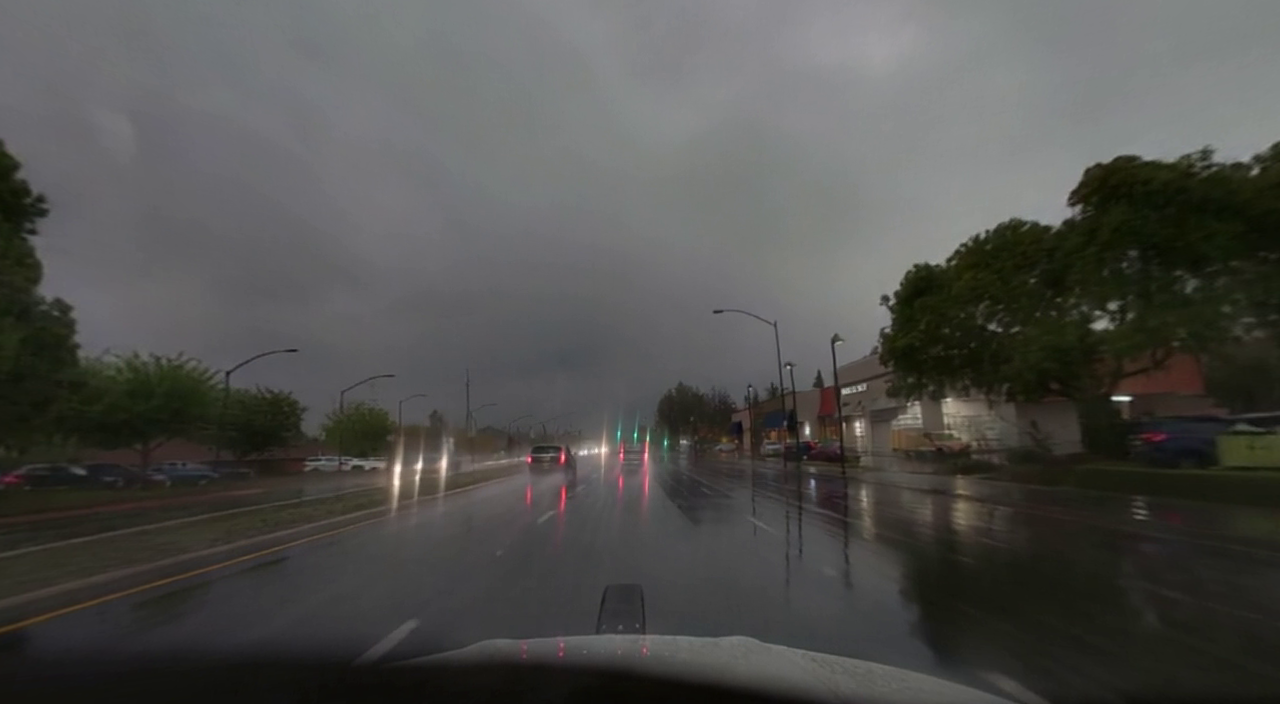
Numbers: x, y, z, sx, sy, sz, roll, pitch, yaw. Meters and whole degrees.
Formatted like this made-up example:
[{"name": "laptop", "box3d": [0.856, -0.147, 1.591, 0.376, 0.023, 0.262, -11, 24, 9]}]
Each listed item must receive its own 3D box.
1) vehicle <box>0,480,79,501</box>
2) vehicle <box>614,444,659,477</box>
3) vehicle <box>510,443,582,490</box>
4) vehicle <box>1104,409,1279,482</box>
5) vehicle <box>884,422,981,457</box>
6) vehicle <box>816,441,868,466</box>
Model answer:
[{"name": "vehicle", "box3d": [-45.245, 10.434, 47.437, 4.184, 1.450, 1.871, -1, -9, 1]}, {"name": "vehicle", "box3d": [-0.178, 5.195, 30.405, 2.019, 1.459, 4.005, 0, -9, 0]}, {"name": "vehicle", "box3d": [-3.283, 4.068, 22.790, 1.939, 1.496, 4.309, 0, -9, 0]}, {"name": "vehicle", "box3d": [14.456, 2.288, 15.476, 4.464, 1.643, 2.001, 0, -9, -1]}, {"name": "vehicle", "box3d": [19.876, 5.999, 43.085, 5.511, 2.262, 2.351, -2, -9, 14]}, {"name": "vehicle", "box3d": [13.181, 6.651, 41.398, 1.914, 1.523, 4.747, -1, -9, 2]}]
